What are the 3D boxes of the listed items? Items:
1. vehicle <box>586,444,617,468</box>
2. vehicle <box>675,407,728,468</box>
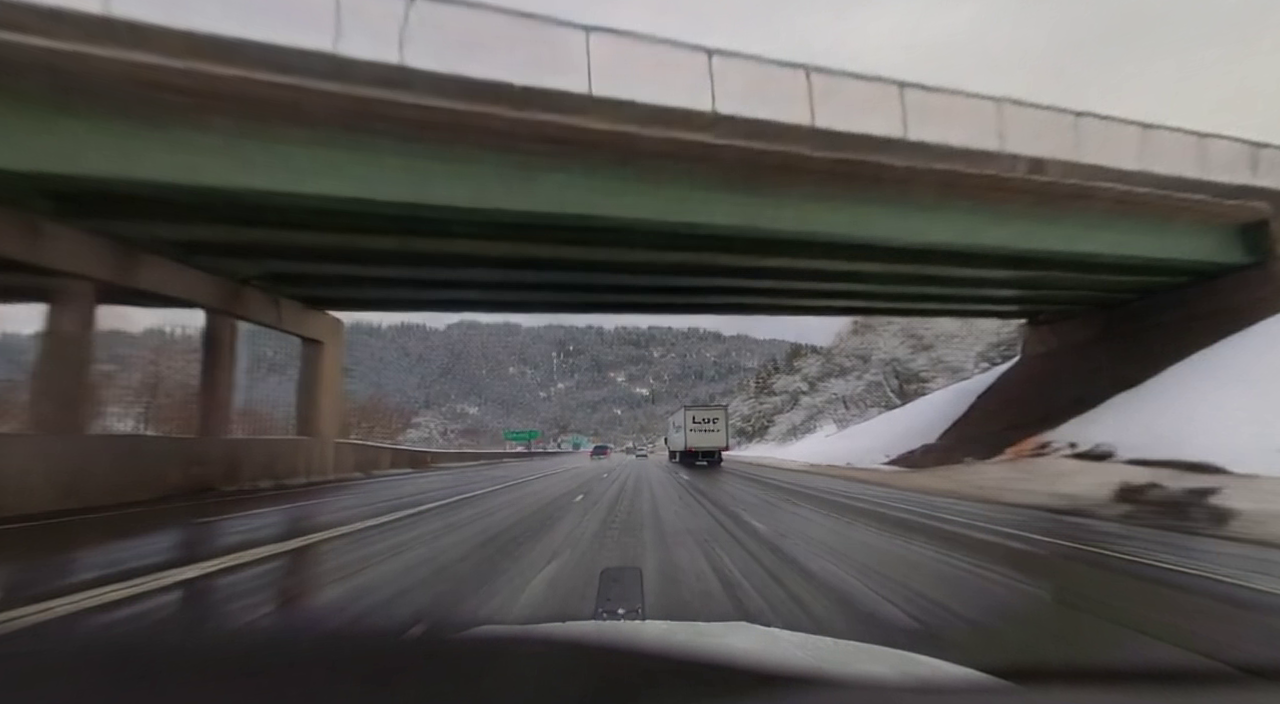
[{"bbox_3d":[-2.805,7.663,46.738,2.052,1.654,4.303,0,-9,0],"label":"vehicle"},{"bbox_3d":[4.314,6.304,45.921,2.885,3.992,8.526,0,-9,0],"label":"vehicle"}]
